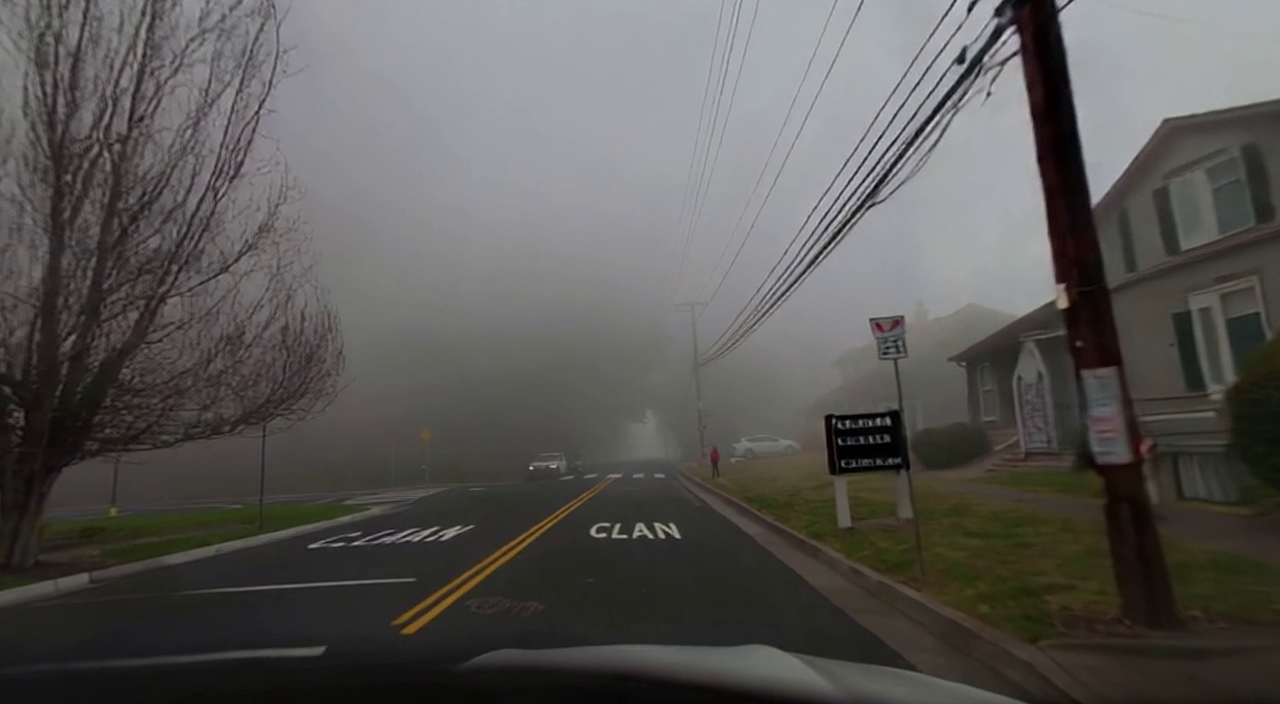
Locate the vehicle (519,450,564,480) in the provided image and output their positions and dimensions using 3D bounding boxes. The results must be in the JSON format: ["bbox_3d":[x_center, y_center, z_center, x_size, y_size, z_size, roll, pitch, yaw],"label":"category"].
[{"bbox_3d":[-6.439,7.429,41.886,2.203,1.787,4.704,0,-8,1],"label":"vehicle"}]
